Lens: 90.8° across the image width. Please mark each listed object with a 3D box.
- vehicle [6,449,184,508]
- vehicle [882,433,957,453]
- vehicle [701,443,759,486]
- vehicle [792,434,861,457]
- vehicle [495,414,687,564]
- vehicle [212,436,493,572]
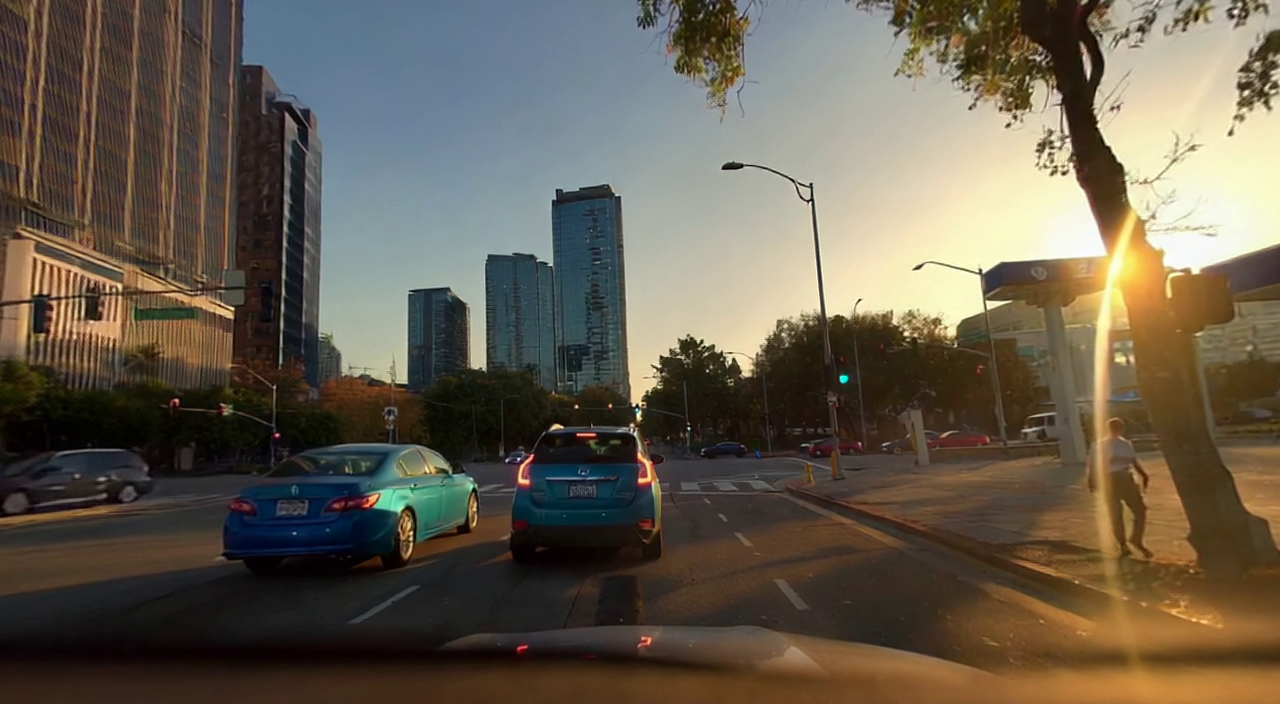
[{"bbox_3d":[-18.385,4.218,21.678,2.029,1.748,4.518,0,-8,0],"label":"vehicle"},{"bbox_3d":[20.734,6.765,46.979,4.700,1.417,1.789,0,-8,1],"label":"vehicle"},{"bbox_3d":[3.396,4.200,23.997,1.976,1.462,4.342,-1,-8,8],"label":"vehicle"},{"bbox_3d":[13.888,6.992,47.265,4.524,1.681,1.823,0,-8,-1],"label":"vehicle"},{"bbox_3d":[-0.579,1.896,9.498,2.210,1.722,4.215,0,-8,0],"label":"vehicle"},{"bbox_3d":[-3.706,2.012,9.220,2.003,1.492,4.291,0,-8,1],"label":"vehicle"}]
